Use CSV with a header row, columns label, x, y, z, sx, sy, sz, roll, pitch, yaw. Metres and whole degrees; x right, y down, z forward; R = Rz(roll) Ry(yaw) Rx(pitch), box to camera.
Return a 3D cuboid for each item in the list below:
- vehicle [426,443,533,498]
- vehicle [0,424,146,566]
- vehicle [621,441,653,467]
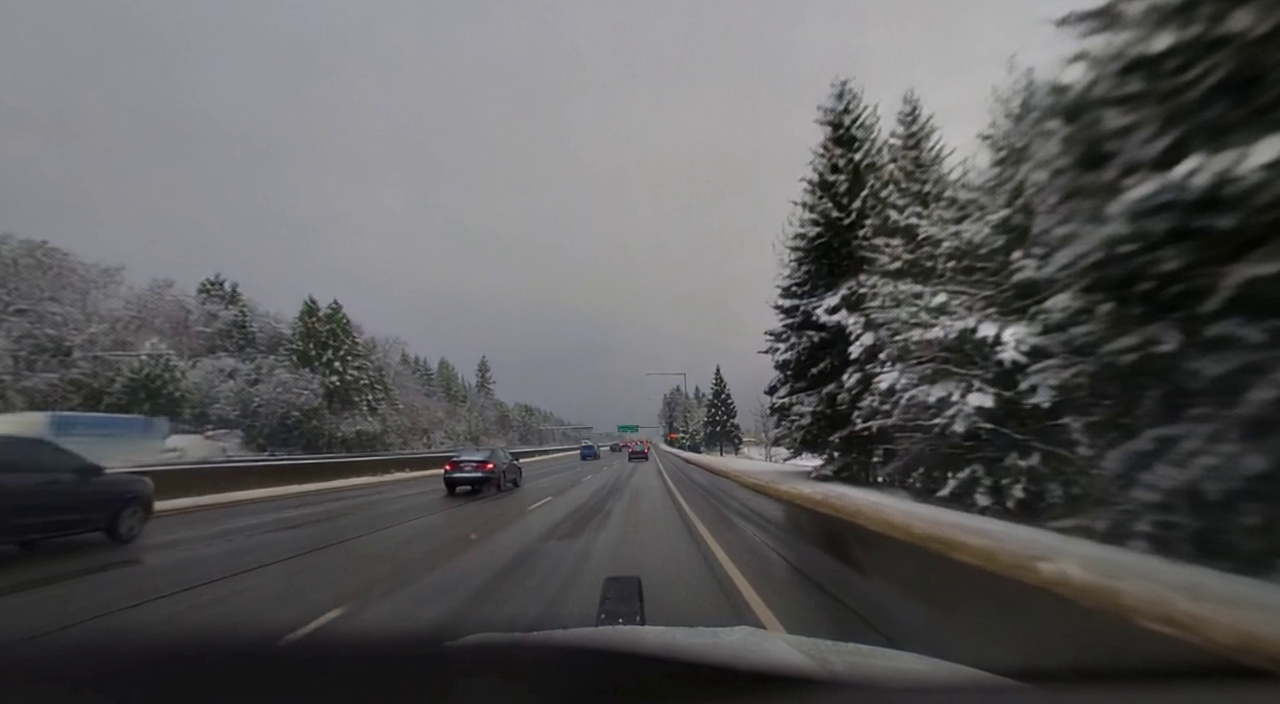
label,x,y,z,sx,sy,sz,roll,pitch,yaw
vehicle,-5.118,3.818,20.911,2.102,1.562,4.884,-1,-9,2
vehicle,-9.259,1.837,8.041,2.091,1.795,4.617,-1,-9,2
vehicle,-0.210,7.446,46.152,2.179,1.742,4.396,-1,-9,0
